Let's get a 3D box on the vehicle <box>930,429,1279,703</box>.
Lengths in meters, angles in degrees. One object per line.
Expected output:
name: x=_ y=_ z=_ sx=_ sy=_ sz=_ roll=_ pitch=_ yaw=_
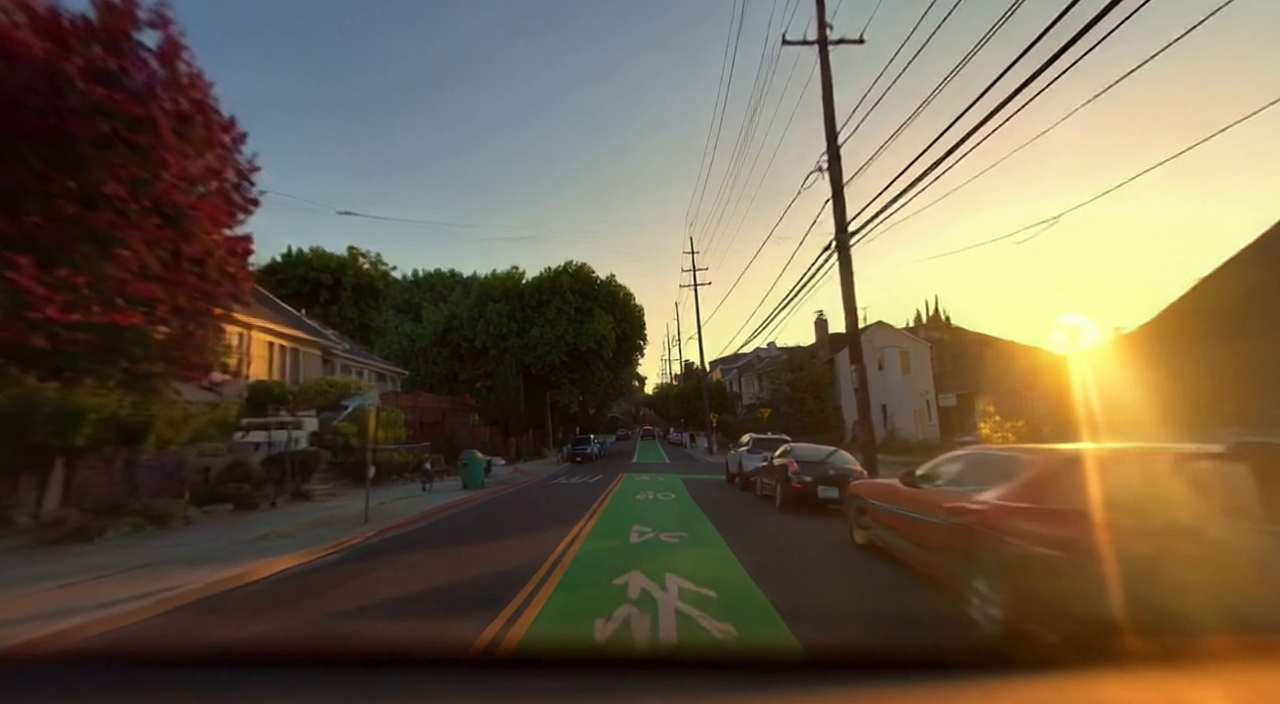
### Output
vehicle: x=3.376 y=1.074 z=2.558 sx=2.235 sy=1.500 sz=4.496 roll=0 pitch=-9 yaw=0

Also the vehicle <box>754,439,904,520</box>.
vehicle: x=3.965 y=2.747 z=14.103 sx=1.981 sy=1.512 sz=4.144 roll=0 pitch=-9 yaw=-1
